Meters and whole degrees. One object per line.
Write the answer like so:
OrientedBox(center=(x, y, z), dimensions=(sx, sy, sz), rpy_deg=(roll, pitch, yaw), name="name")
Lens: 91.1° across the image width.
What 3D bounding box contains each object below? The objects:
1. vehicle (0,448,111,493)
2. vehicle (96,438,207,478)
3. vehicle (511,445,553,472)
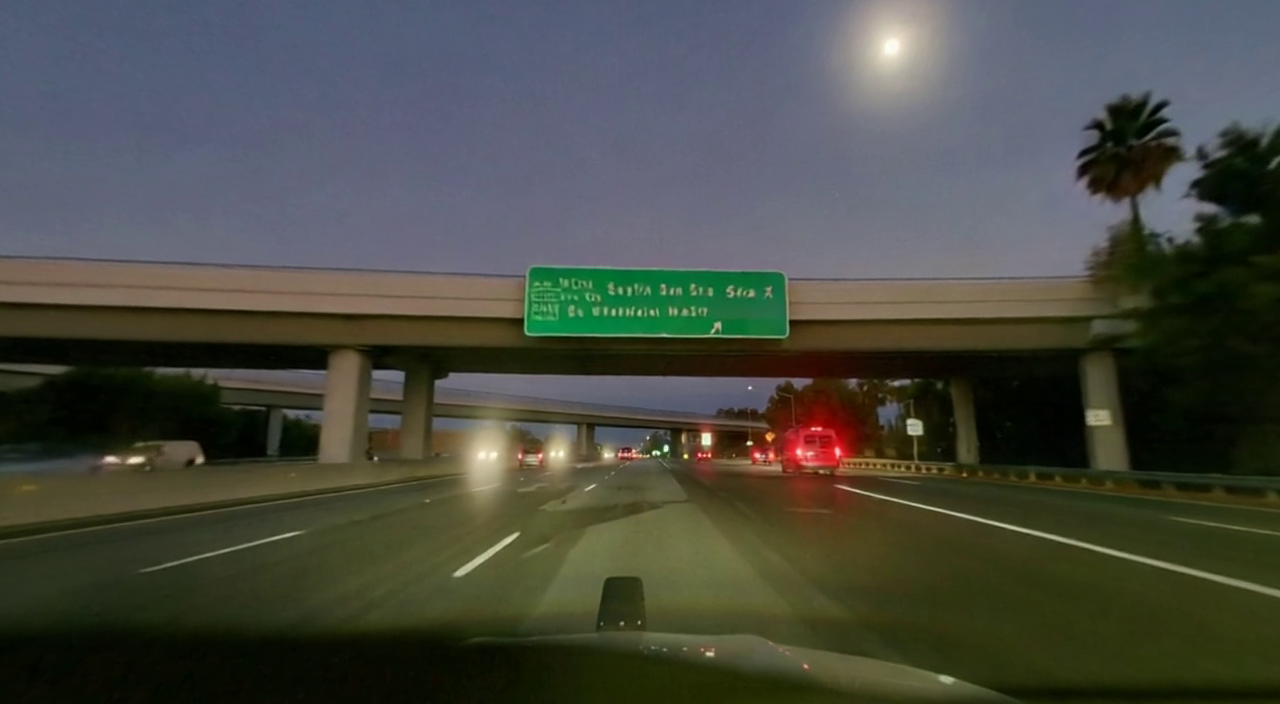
OrientedBox(center=(-22.414, 4.299, 23.115), dimensions=(1.854, 1.461, 4.594), rpy_deg=(0, -9, 0), name="vehicle")
OrientedBox(center=(-25.618, 5.571, 33.210), dimensions=(2.090, 1.946, 4.745), rpy_deg=(0, -9, -2), name="vehicle")
OrientedBox(center=(-6.928, 6.878, 40.681), dimensions=(1.935, 1.633, 3.955), rpy_deg=(0, -9, 1), name="vehicle")
